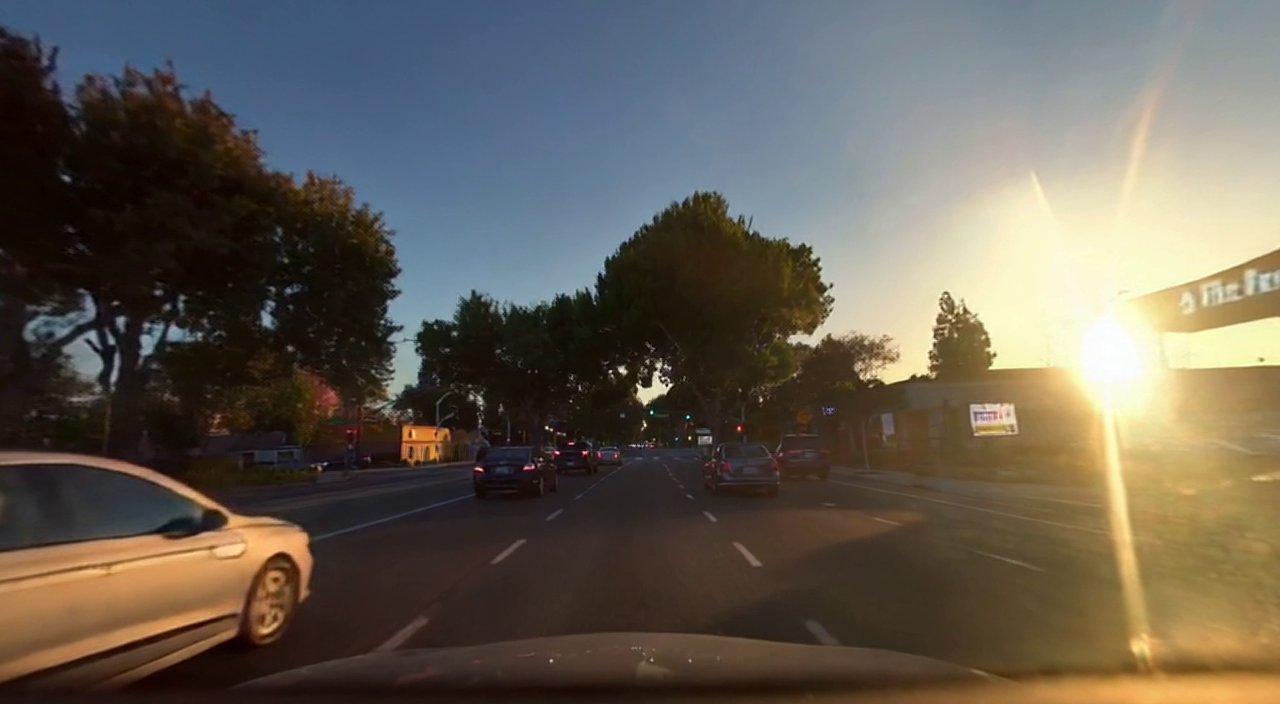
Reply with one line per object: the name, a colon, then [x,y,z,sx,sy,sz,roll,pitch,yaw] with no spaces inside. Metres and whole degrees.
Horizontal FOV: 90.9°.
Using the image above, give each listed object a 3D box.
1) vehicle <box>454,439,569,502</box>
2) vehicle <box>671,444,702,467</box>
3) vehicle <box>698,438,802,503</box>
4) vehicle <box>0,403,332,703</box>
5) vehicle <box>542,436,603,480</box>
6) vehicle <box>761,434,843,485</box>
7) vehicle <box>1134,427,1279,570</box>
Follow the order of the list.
vehicle: [-3.335,3.179,17.393,2.087,1.494,4.626,0,-8,2]
vehicle: [3.461,7.748,47.399,2.030,1.628,4.080,0,-9,0]
vehicle: [2.819,3.126,17.112,2.004,1.512,4.206,0,-8,-1]
vehicle: [-3.207,0.921,2.246,1.952,1.457,4.372,0,-8,1]
vehicle: [-2.986,4.794,28.787,2.187,1.825,4.621,0,-8,1]
vehicle: [6.012,4.046,23.970,1.979,1.738,4.418,0,-8,0]
vehicle: [8.141,1.658,7.232,2.070,1.547,4.941,-2,-9,16]
